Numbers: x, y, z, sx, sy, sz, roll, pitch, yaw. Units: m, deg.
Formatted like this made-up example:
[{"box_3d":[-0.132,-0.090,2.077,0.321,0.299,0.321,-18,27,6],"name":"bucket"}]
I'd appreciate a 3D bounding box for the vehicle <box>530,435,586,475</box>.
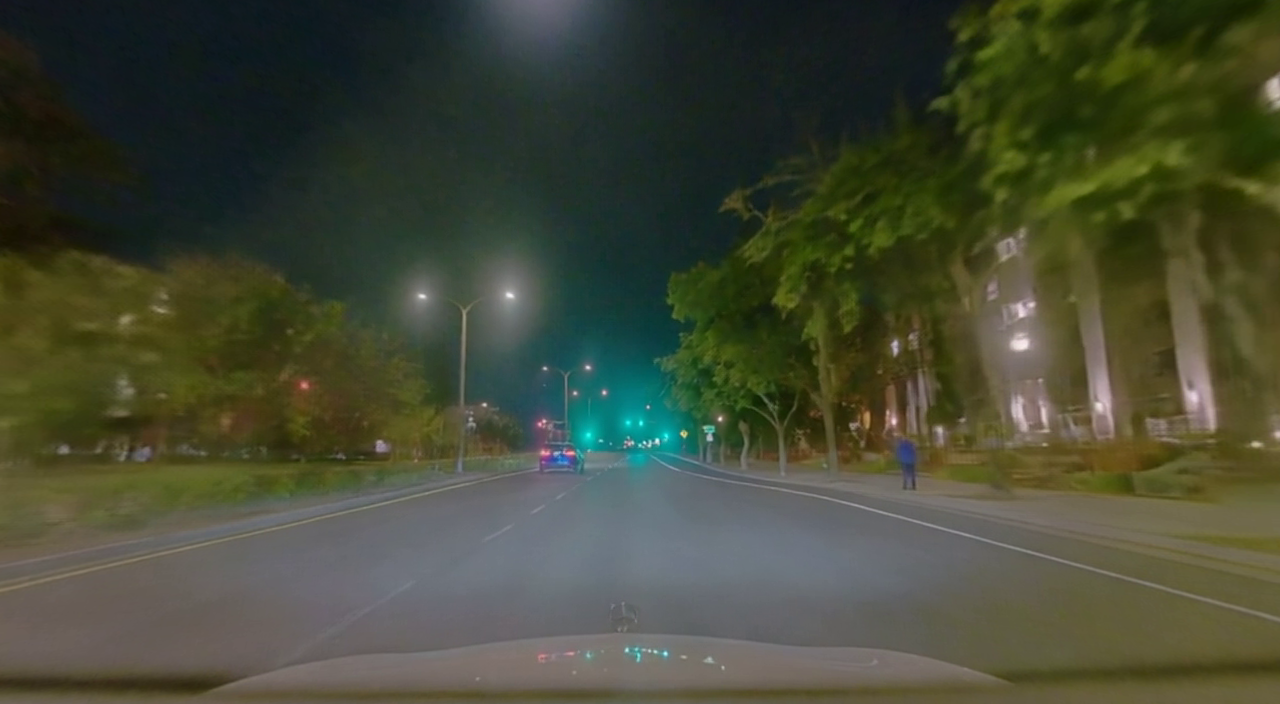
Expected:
[{"box_3d":[-3.742,4.794,29.641,1.993,1.733,4.262,0,-8,1],"name":"vehicle"}]
